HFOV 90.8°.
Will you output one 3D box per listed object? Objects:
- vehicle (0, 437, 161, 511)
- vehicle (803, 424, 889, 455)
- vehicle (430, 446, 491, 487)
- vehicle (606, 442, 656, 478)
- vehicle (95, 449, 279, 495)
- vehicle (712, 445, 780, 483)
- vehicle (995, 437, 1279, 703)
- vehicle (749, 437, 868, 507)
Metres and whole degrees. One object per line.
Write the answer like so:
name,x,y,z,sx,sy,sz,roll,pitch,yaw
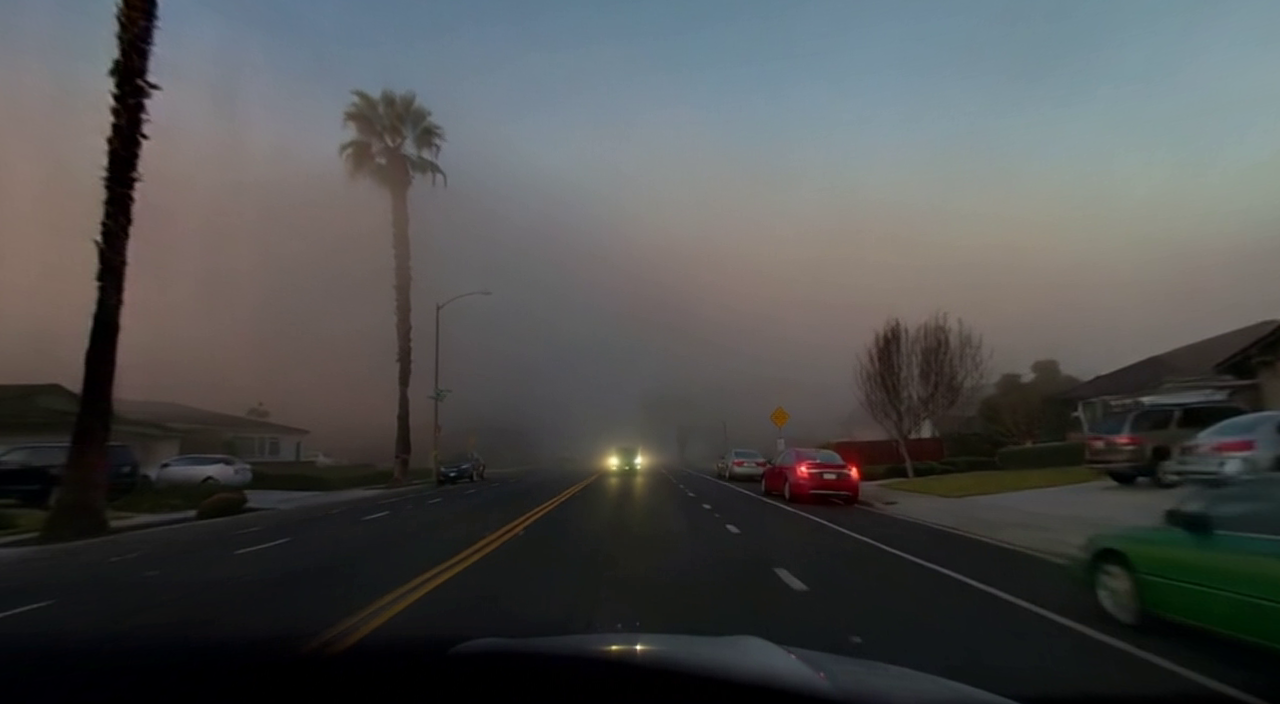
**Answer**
vehicle,-15.815,3.220,17.013,3.810,1.823,2.427,2,-9,-12
vehicle,13.362,5.750,41.191,4.913,1.930,2.020,-1,-9,6
vehicle,-8.942,5.689,31.828,1.945,1.666,4.107,-3,-6,-1
vehicle,-0.421,4.875,28.694,2.098,1.483,4.099,0,-9,-1
vehicle,-15.799,4.175,22.259,4.654,1.490,2.381,0,-9,2
vehicle,4.580,4.925,28.195,2.013,1.501,5.235,0,-9,-1
vehicle,4.548,1.229,3.526,2.033,1.495,5.175,0,-9,-1
vehicle,4.492,3.272,17.817,2.017,1.646,5.389,0,-9,2
